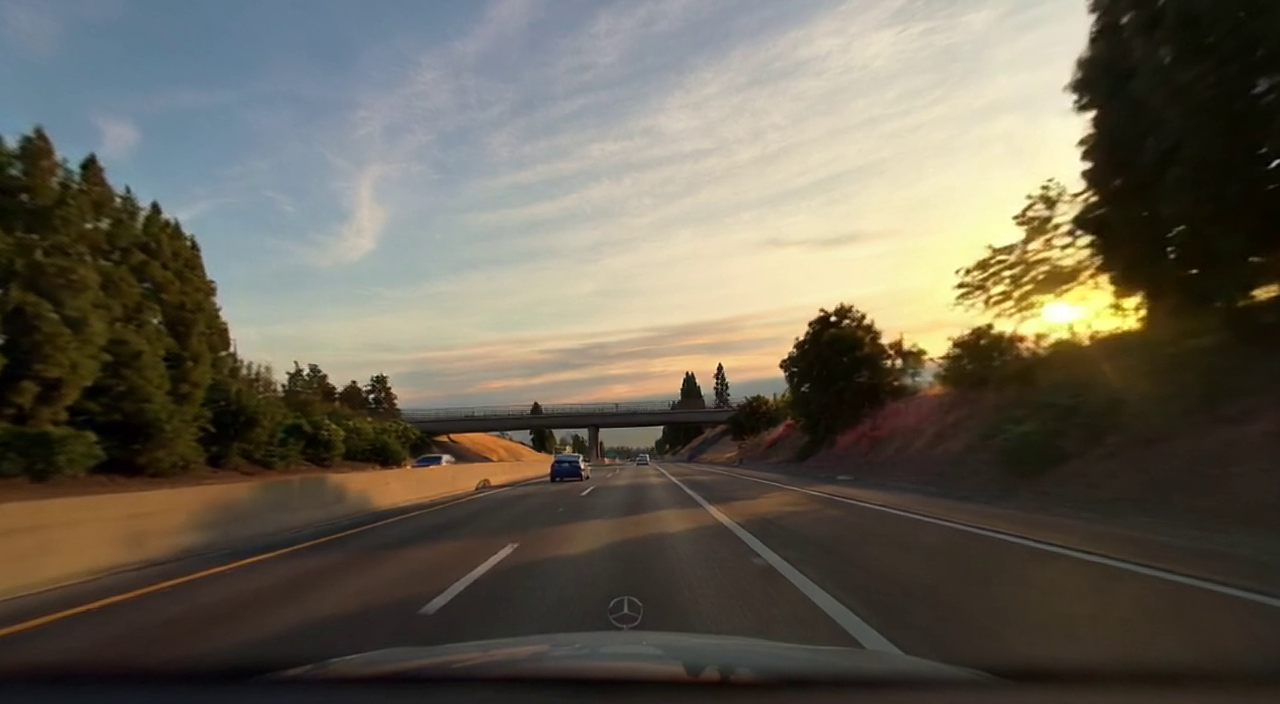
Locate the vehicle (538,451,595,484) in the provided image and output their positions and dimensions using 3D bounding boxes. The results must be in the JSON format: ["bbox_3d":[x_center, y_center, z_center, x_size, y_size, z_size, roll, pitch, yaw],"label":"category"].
[{"bbox_3d":[-3.578,5.726,31.550,2.293,1.462,4.452,-1,-9,0],"label":"vehicle"}]

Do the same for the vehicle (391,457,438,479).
[{"bbox_3d":[-15.867,8.151,44.567,1.912,1.430,3.830,-1,-9,0],"label":"vehicle"}]
